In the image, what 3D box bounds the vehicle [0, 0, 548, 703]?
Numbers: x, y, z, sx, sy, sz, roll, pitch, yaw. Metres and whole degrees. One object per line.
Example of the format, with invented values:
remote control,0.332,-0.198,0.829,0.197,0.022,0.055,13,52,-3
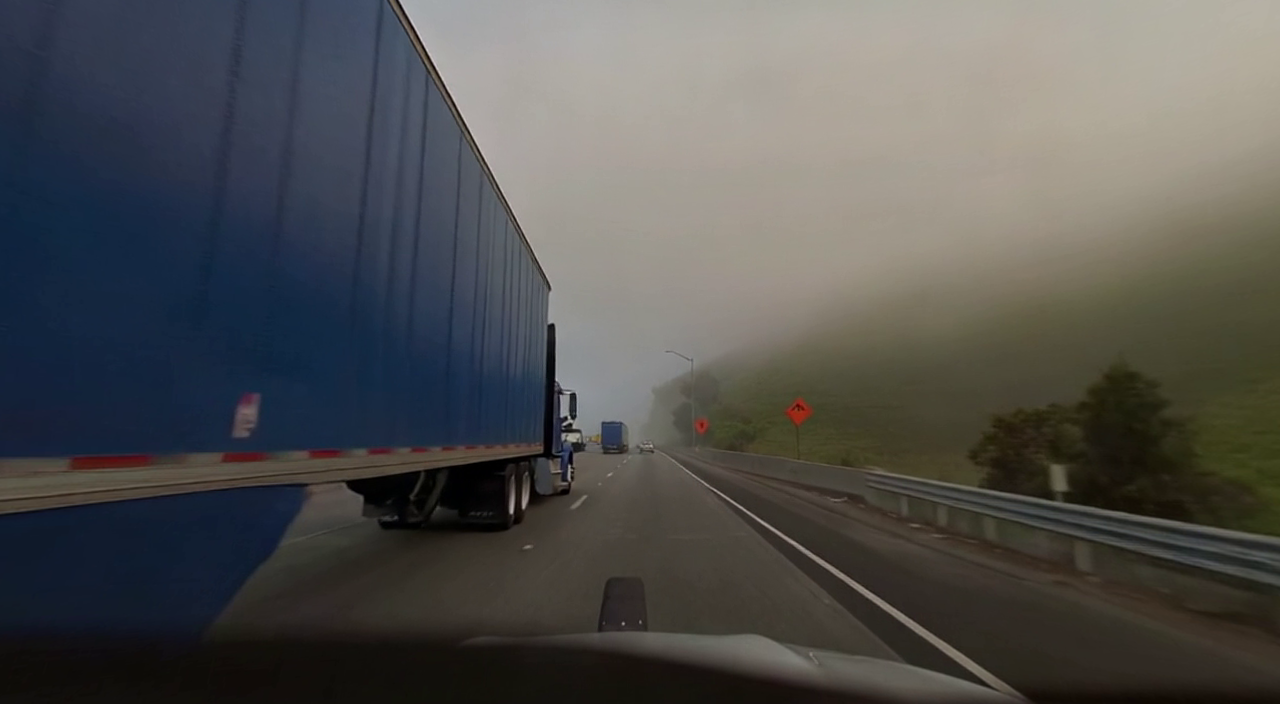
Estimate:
vehicle,-3.265,-0.358,2.669,3.202,4.352,16.251,0,-8,0
